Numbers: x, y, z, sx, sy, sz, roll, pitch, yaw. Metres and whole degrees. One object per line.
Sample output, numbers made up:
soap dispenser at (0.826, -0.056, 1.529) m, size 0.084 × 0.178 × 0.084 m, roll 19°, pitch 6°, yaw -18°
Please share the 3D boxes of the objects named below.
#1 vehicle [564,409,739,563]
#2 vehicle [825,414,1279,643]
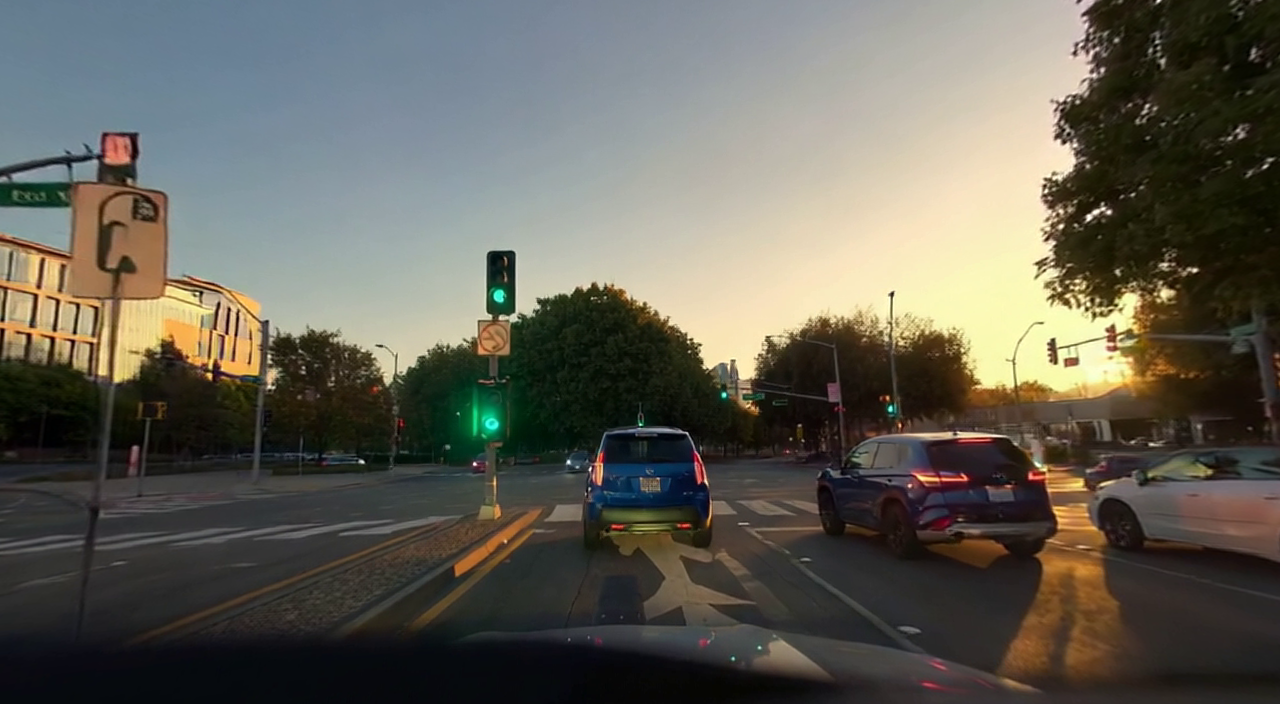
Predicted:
vehicle at (0.064, 1.894, 9.628) m, size 2.085 × 1.807 × 4.038 m, roll 0°, pitch -8°, yaw -2°
vehicle at (3.615, 1.555, 6.674) m, size 1.899 × 1.572 × 4.425 m, roll 0°, pitch -8°, yaw -1°
